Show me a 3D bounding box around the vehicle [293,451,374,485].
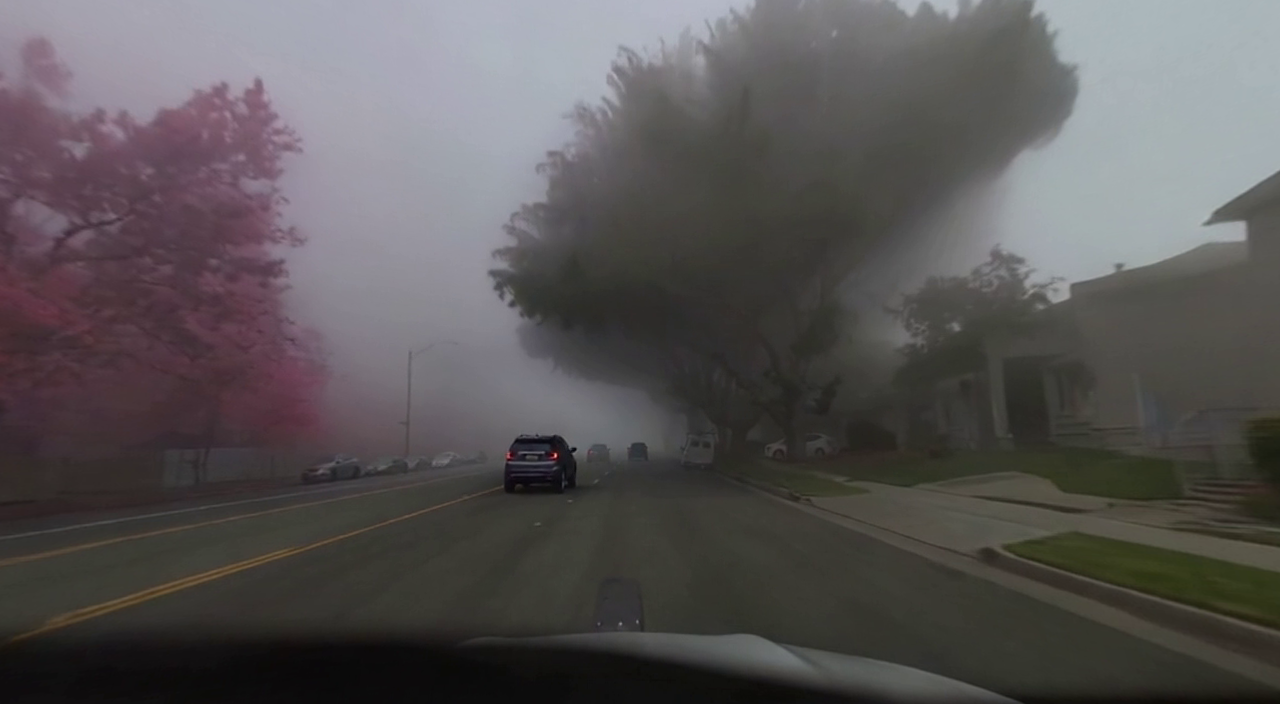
[{"bbox_3d":[-16.360,6.180,34.059,1.870,1.599,5.022,0,-8,0],"label":"vehicle"}]

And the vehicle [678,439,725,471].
[{"bbox_3d":[3.484,5.919,36.500,2.150,1.655,4.739,0,-8,-1],"label":"vehicle"}]

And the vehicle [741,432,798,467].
[{"bbox_3d":[7.335,5.563,36.280,2.112,1.776,4.555,2,-8,-3],"label":"vehicle"}]

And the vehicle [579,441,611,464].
[{"bbox_3d":[-3.348,7.577,47.743,2.167,1.634,4.220,0,-8,0],"label":"vehicle"}]

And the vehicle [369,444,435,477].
[{"bbox_3d":[-14.174,6.461,37.973,2.123,1.770,4.848,0,-8,-1],"label":"vehicle"}]

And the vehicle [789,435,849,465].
[{"bbox_3d":[10.147,5.569,36.104,1.777,1.514,4.140,-1,-8,-6],"label":"vehicle"}]

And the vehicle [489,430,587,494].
[{"bbox_3d":[-3.106,3.481,20.421,2.257,1.751,5.028,0,-8,1],"label":"vehicle"}]
